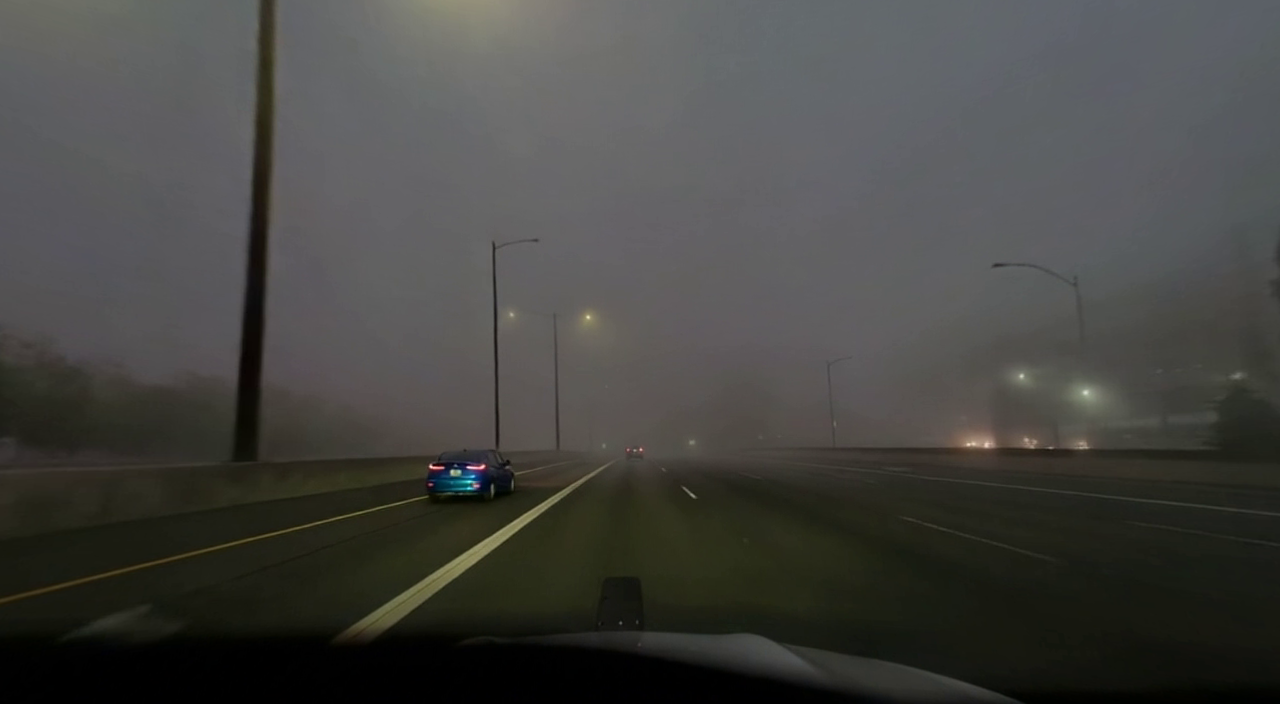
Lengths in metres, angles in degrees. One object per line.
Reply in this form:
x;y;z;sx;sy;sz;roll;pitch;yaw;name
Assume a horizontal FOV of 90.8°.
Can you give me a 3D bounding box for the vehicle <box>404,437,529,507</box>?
-4.168;2.951;16.018;1.900;1.492;4.495;0;-8;0;vehicle
